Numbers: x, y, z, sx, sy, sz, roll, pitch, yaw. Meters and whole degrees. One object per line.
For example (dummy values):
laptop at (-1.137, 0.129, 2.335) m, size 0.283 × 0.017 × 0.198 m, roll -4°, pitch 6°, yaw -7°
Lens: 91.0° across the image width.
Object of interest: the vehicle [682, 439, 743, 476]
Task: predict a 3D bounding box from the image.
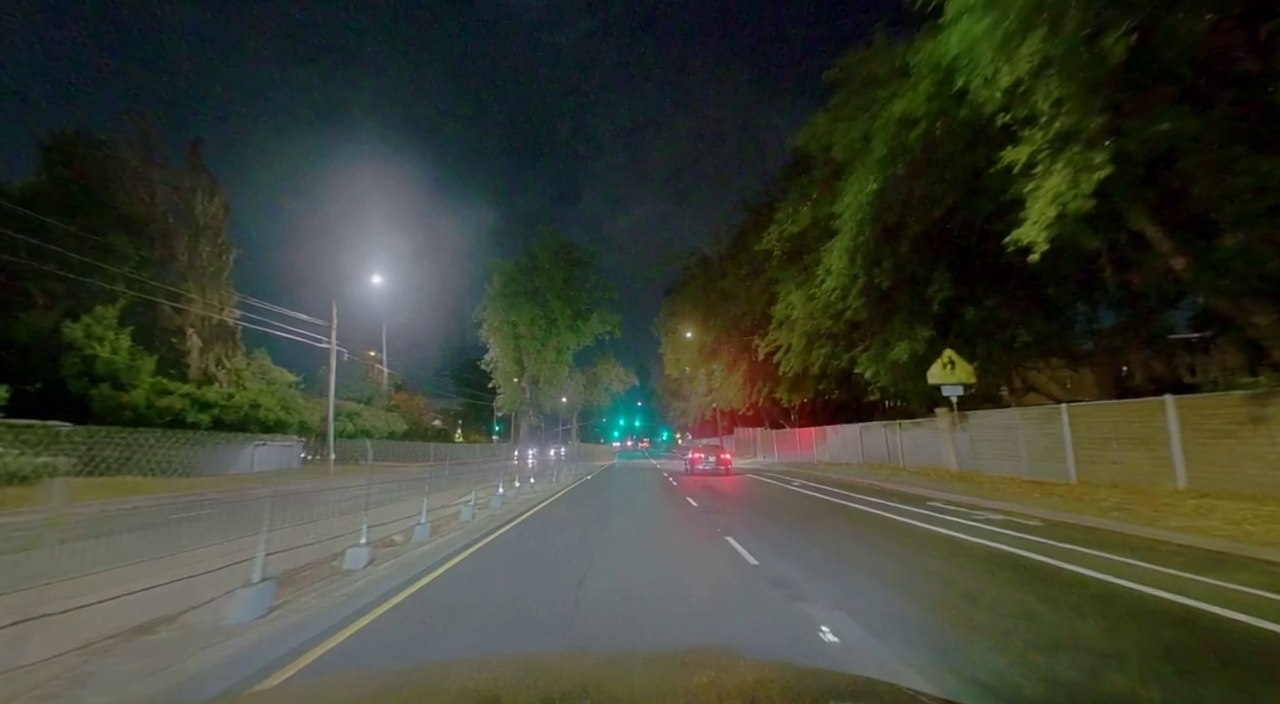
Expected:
vehicle at (3.098, 4.626, 27.761) m, size 2.105 × 1.490 × 4.008 m, roll 0°, pitch -9°, yaw -2°
